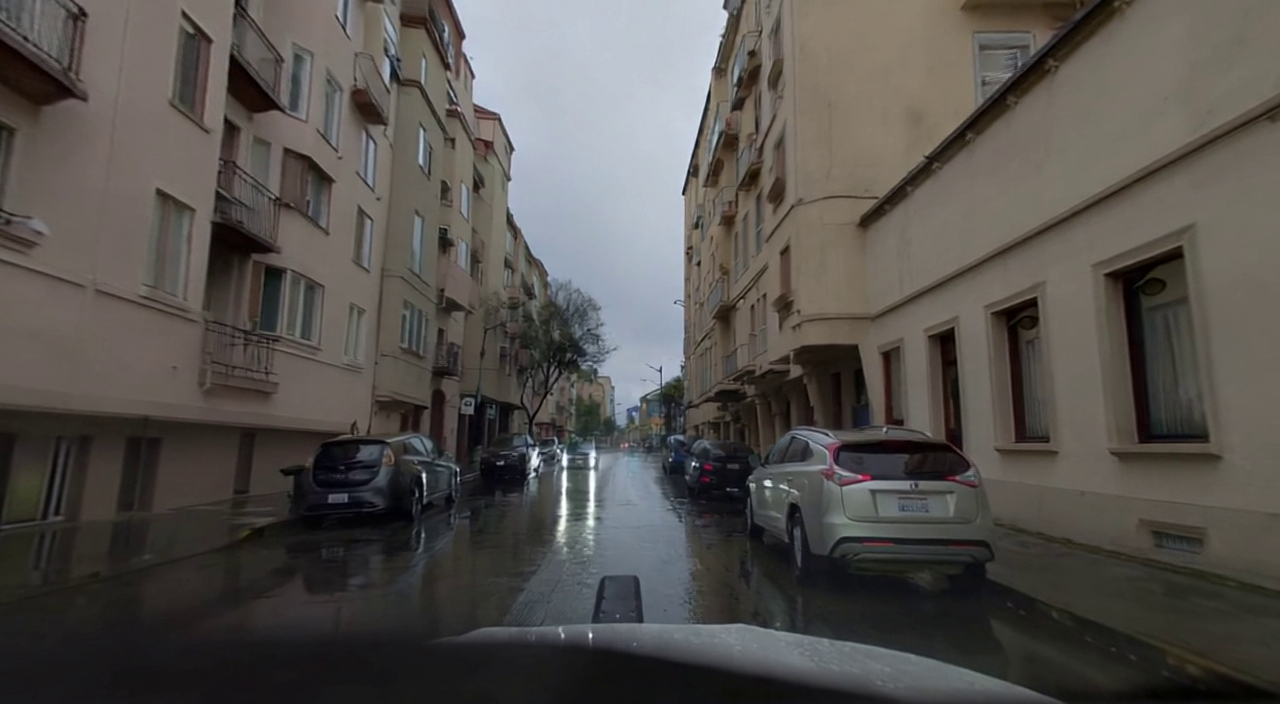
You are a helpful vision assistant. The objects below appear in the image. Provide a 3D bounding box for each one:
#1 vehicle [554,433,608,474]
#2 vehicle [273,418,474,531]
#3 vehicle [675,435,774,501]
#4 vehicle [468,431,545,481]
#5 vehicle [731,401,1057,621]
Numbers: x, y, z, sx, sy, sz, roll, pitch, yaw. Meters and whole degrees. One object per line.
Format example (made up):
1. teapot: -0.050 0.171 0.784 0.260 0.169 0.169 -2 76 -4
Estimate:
1. vehicle: -2.289 4.032 25.286 1.845 1.544 3.388 0 -8 0
2. vehicle: -4.549 2.183 11.620 1.883 1.499 4.426 6 -10 -3
3. vehicle: 2.003 2.871 16.152 1.786 1.447 4.314 0 -8 -2
4. vehicle: -4.826 3.813 23.294 1.942 1.521 3.761 5 -9 0
5. vehicle: 2.256 1.495 6.896 1.839 1.678 3.918 0 -8 -1
